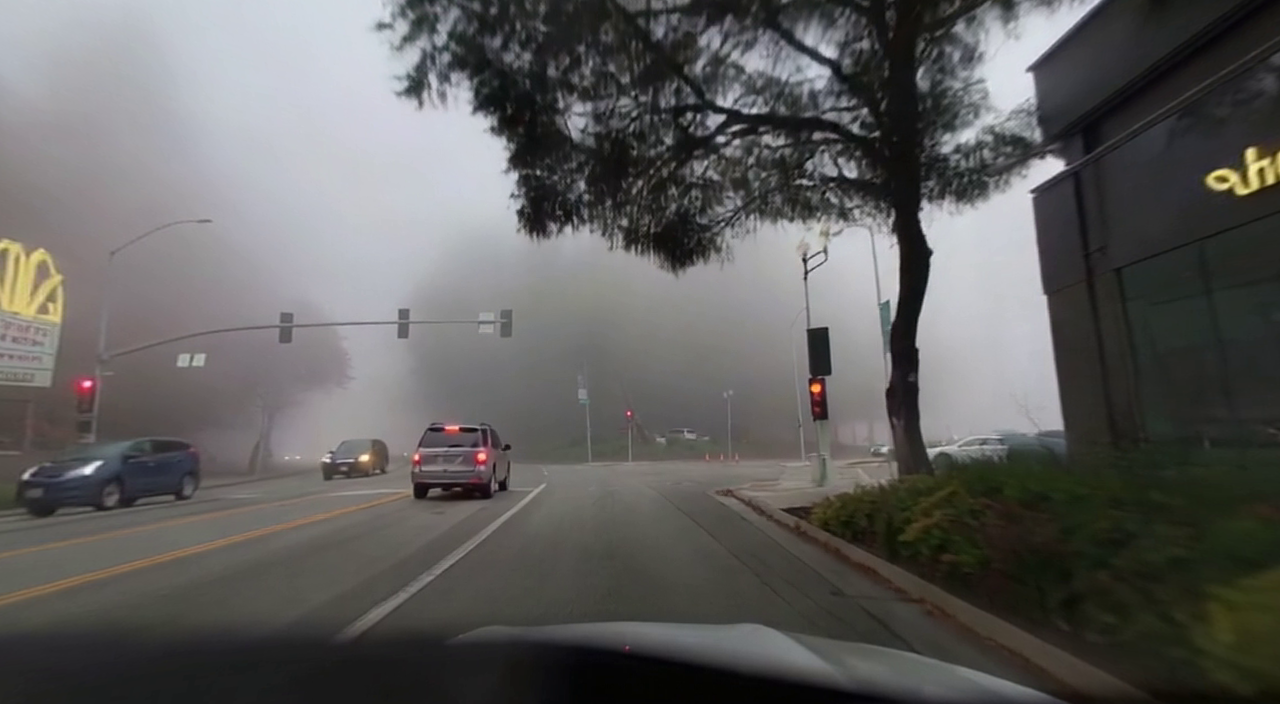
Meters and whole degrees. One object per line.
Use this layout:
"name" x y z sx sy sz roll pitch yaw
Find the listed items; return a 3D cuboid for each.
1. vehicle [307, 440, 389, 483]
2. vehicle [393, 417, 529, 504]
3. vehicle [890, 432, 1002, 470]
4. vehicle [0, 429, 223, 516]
"vehicle" -13.228 4.948 28.967 2.433 1.784 4.681 2 -9 -13
"vehicle" -4.184 2.644 15.773 2.134 1.799 5.082 0 -9 -3
"vehicle" 15.390 5.020 32.093 4.857 1.803 2.147 -3 -9 21
"vehicle" -15.806 3.573 19.430 2.555 2.199 5.958 1 -9 -9
